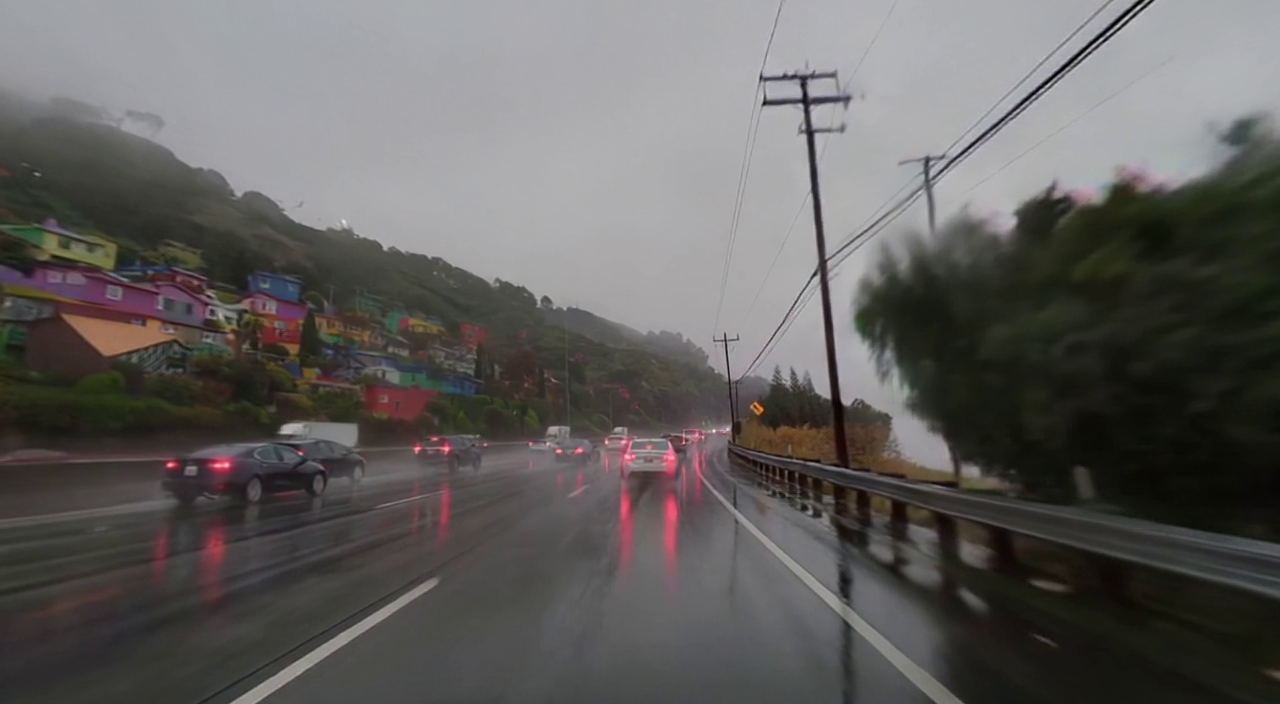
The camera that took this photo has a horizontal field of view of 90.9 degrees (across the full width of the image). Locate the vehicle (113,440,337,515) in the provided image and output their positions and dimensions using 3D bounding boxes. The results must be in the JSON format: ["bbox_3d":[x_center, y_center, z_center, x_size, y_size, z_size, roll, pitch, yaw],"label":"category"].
[{"bbox_3d":[-9.385,2.823,14.840,1.959,1.469,4.450,-1,-8,5],"label":"vehicle"}]

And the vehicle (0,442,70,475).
[{"bbox_3d":[-35.265,5.946,35.328,1.970,1.772,4.703,-1,-8,6],"label":"vehicle"}]

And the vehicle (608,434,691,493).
[{"bbox_3d":[0.357,3.151,18.209,2.109,1.495,3.935,-1,-8,3],"label":"vehicle"}]

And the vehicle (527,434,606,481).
[{"bbox_3d":[-2.703,4.036,24.395,2.121,1.639,4.383,-1,-8,6],"label":"vehicle"}]

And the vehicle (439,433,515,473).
[{"bbox_3d":[-7.859,4.926,30.955,2.080,1.833,4.461,-1,-8,7],"label":"vehicle"}]
